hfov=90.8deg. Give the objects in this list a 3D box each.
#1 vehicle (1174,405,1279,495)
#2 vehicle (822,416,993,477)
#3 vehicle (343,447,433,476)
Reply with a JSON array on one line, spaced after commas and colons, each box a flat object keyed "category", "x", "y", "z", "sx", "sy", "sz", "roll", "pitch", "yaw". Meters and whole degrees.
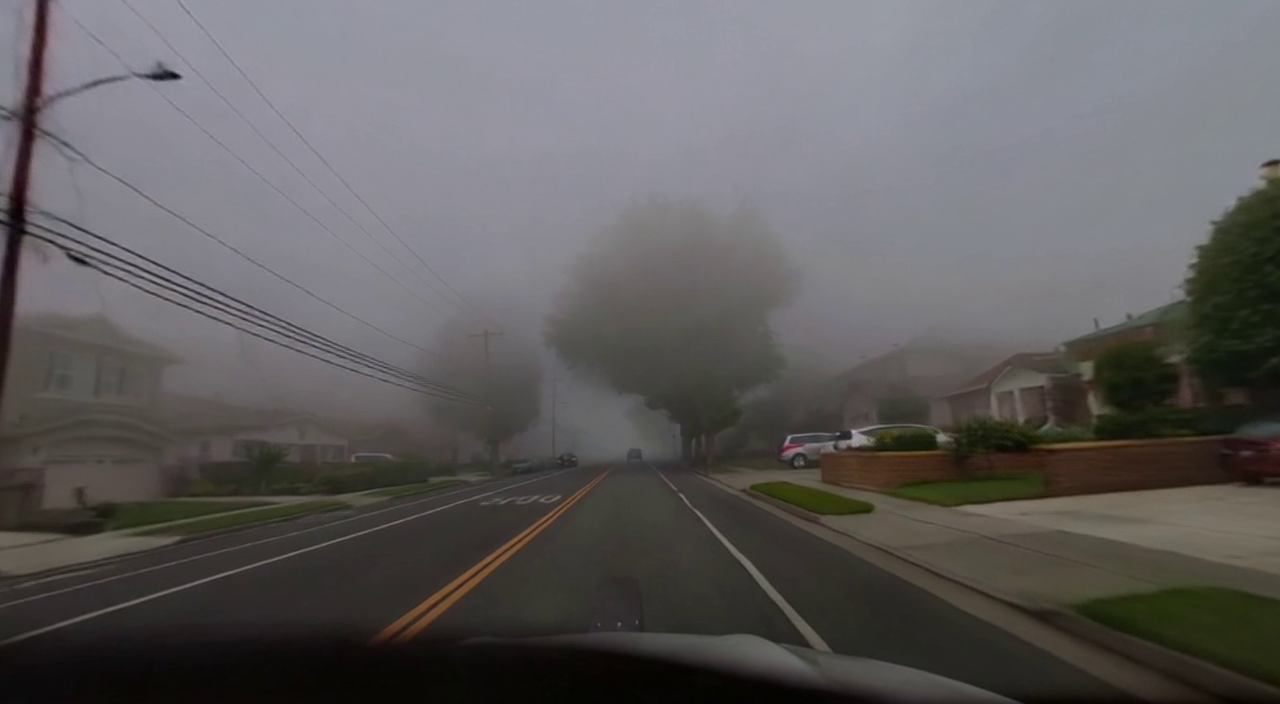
[{"category": "vehicle", "x": 11.819, "y": 1.576, "z": 10.372, "sx": 1.973, "sy": 1.481, "sz": 4.745, "roll": -4, "pitch": -7, "yaw": 1}, {"category": "vehicle", "x": 8.883, "y": 3.193, "z": 21.371, "sx": 4.747, "sy": 1.942, "sz": 2.158, "roll": 0, "pitch": -8, "yaw": 1}, {"category": "vehicle", "x": -14.989, "y": 6.516, "z": 37.765, "sx": 4.501, "sy": 1.689, "sz": 2.106, "roll": 0, "pitch": -8, "yaw": 1}]
